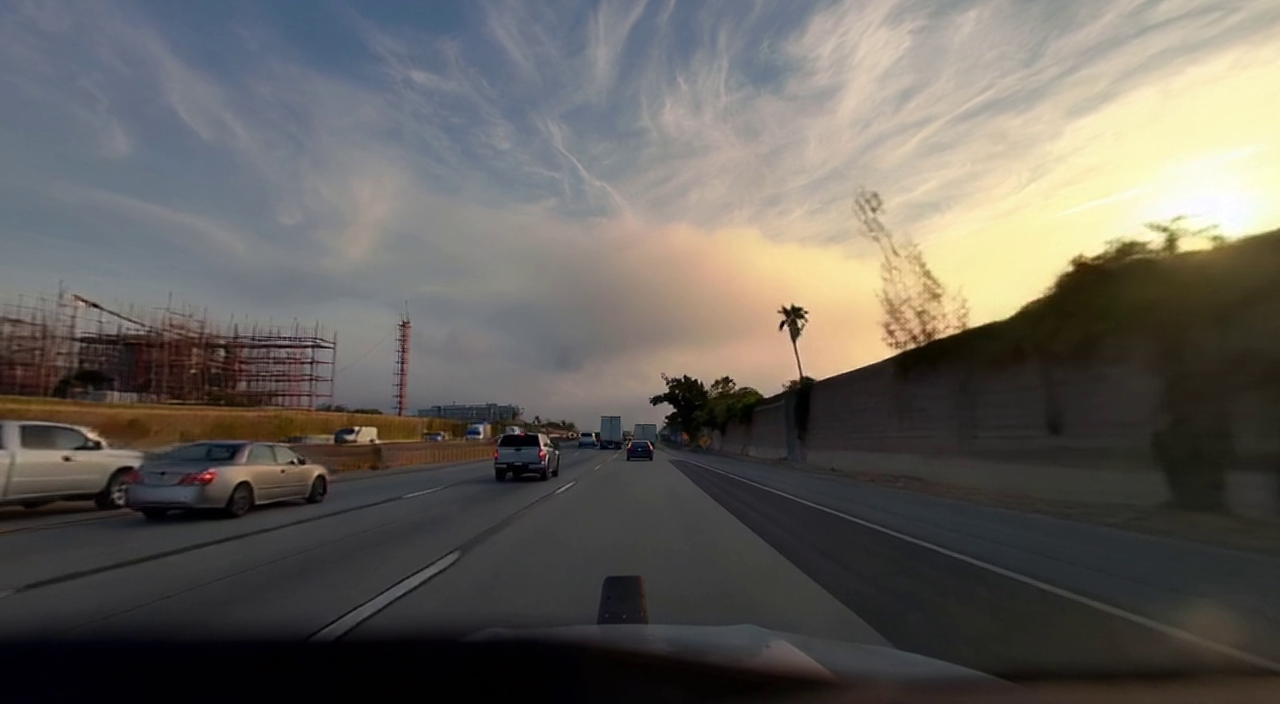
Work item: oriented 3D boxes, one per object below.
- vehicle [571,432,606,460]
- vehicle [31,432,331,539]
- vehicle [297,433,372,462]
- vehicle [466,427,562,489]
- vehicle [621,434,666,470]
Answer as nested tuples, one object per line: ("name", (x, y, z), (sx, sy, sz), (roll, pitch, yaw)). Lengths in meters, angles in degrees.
("vehicle", (-3.826, 7.136, 48.014), (2.203, 1.958, 4.848), (0, -8, 1))
("vehicle", (-7.539, 2.195, 11.101), (1.949, 1.476, 4.410), (0, -8, 0))
("vehicle", (-19.473, 6.088, 40.498), (2.059, 1.710, 5.208), (-1, -8, 3))
("vehicle", (-3.893, 3.376, 20.421), (2.108, 1.740, 4.549), (0, -8, 1))
("vehicle", (0.174, 5.098, 32.253), (2.136, 1.678, 4.052), (0, -8, 0))
